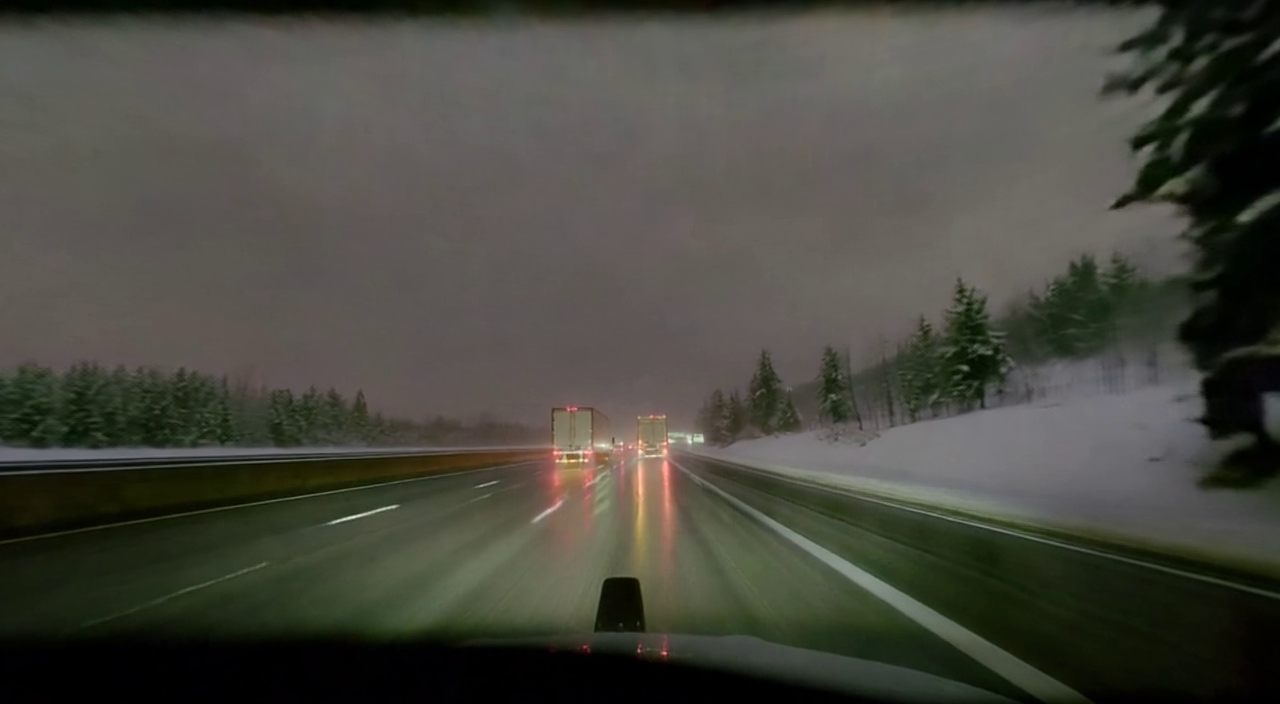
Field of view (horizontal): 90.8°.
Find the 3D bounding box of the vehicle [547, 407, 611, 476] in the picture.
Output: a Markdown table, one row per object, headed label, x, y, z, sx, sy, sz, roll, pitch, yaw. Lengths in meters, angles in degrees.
| label | x | y | z | sx | sy | sz | roll | pitch | yaw |
| --- | --- | --- | --- | --- | --- | --- | --- | --- | --- |
| vehicle | -3.079 | 4.836 | 33.783 | 2.696 | 3.266 | 7.062 | 0 | -9 | 0 |
